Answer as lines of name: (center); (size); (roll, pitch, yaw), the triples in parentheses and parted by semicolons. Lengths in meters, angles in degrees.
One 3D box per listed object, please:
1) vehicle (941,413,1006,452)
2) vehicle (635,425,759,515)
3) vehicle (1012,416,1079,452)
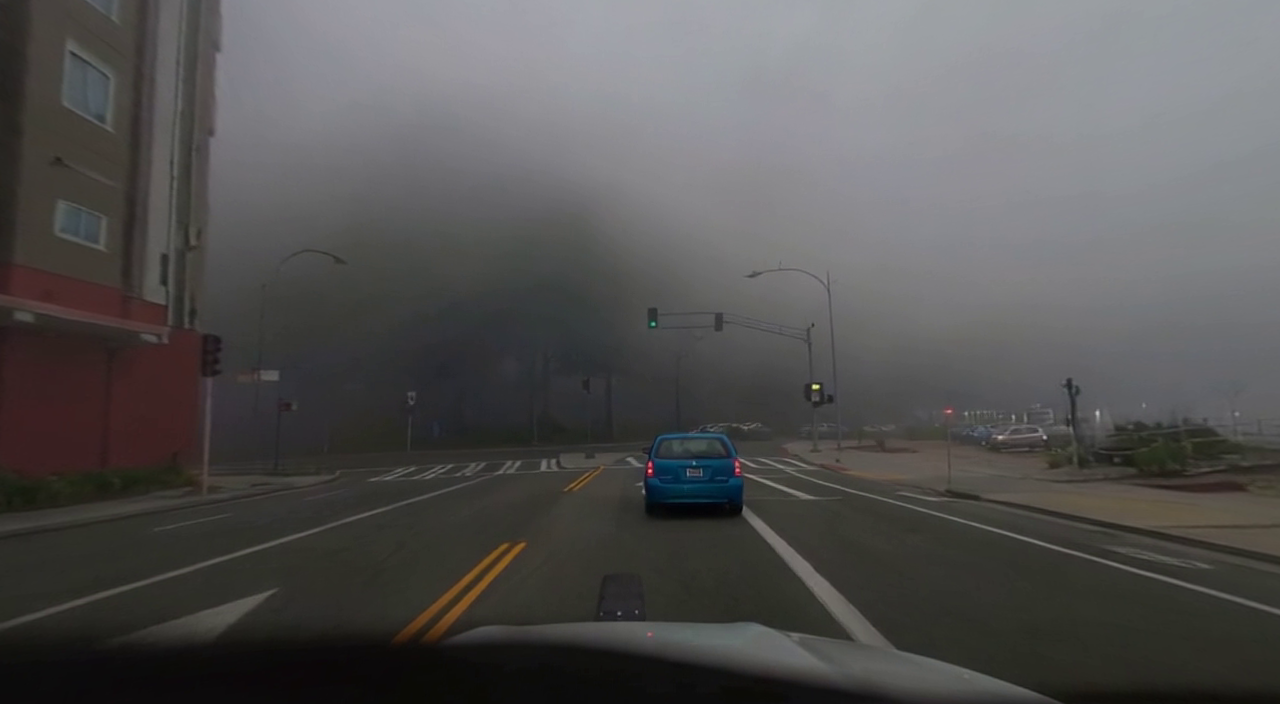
vehicle: (23.830, 5.785, 45.245); (2.311, 2.623, 5.870); (-1, -8, 10)
vehicle: (0.985, 2.145, 12.082); (1.950, 1.401, 4.159); (0, -8, 2)
vehicle: (28.772, 5.874, 44.829); (2.176, 2.400, 4.821); (-1, -8, 10)
